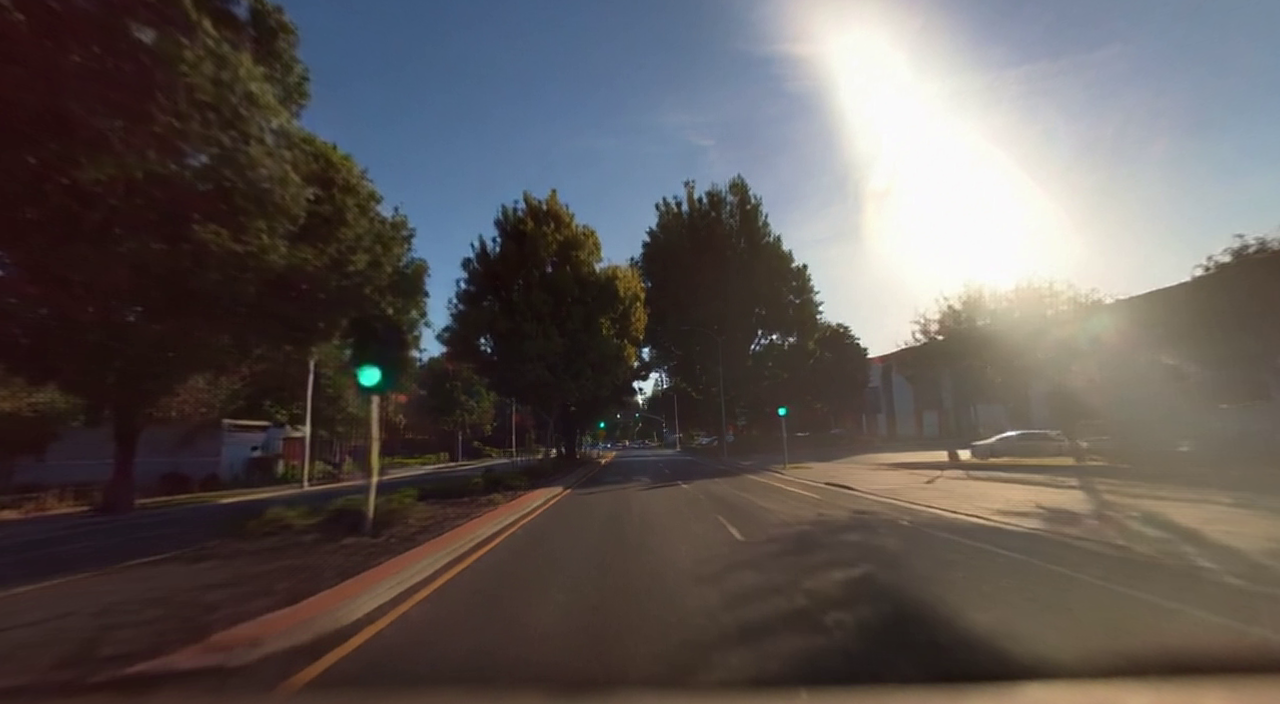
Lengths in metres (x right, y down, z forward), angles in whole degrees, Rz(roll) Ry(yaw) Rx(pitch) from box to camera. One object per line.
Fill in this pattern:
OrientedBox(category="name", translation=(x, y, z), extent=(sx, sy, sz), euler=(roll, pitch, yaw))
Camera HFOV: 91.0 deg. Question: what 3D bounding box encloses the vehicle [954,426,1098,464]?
OrientedBox(category="vehicle", translation=(16.255, 3.934, 26.686), extent=(4.701, 1.500, 2.050), euler=(0, -8, 0))
